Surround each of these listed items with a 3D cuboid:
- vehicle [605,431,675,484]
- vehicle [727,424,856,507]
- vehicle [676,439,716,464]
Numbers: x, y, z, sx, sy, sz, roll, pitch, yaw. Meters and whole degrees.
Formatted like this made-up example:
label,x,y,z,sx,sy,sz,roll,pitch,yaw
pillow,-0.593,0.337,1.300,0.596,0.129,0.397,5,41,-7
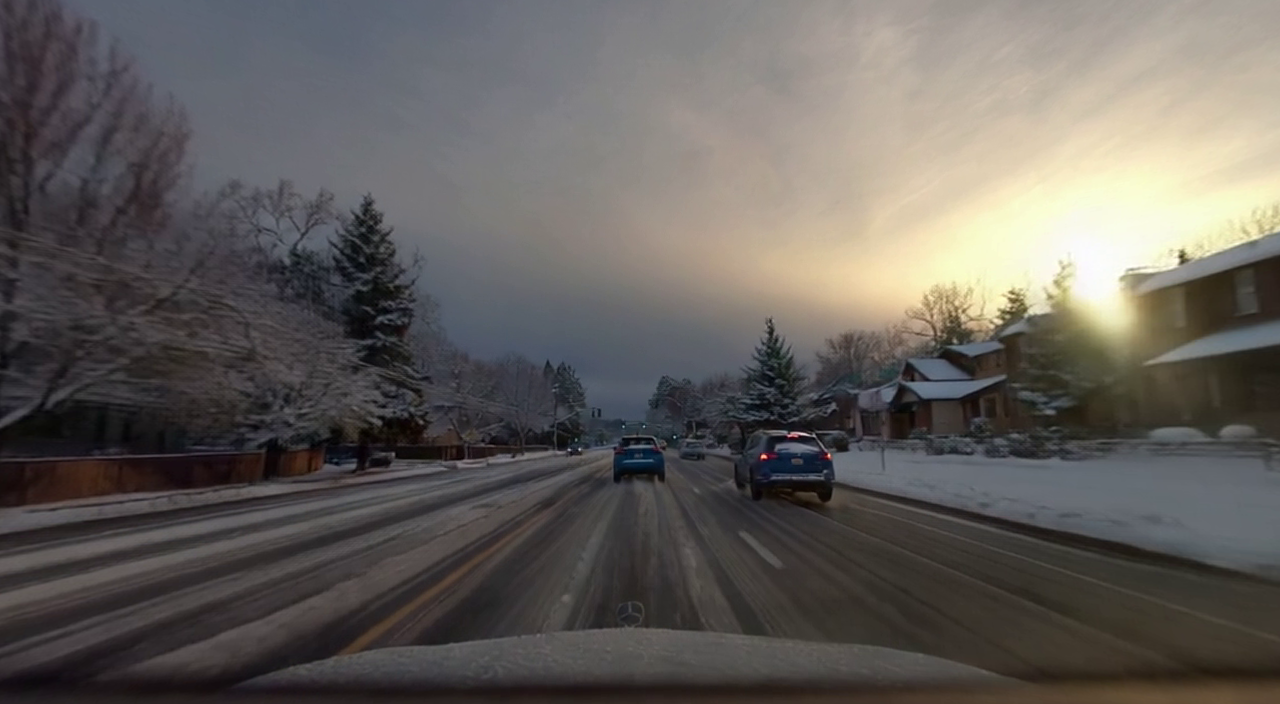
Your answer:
label,x,y,z,sx,sy,sz,roll,pitch,yaw
vehicle,0.021,3.635,22.009,2.200,1.653,4.127,0,-8,1
vehicle,3.483,2.703,15.508,2.024,1.711,4.512,0,-8,0
vehicle,3.530,6.365,40.504,2.099,1.463,4.130,0,-8,-1
